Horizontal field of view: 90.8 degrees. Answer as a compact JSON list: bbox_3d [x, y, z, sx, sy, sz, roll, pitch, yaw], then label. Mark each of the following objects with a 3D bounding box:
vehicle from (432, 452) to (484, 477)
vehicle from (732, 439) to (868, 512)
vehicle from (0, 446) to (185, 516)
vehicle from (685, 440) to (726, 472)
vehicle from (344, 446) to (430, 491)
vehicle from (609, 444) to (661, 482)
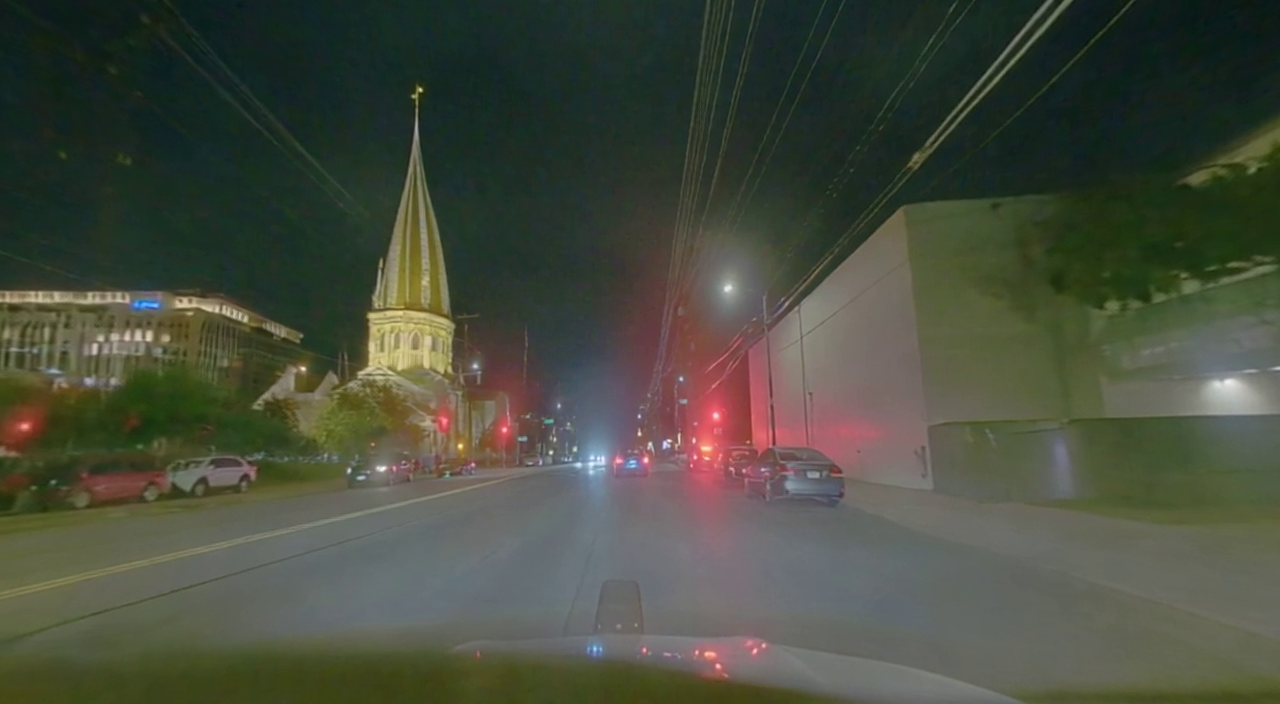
[{"bbox_3d":[-12.061,7.472,42.244,1.980,1.502,4.655,-1,-8,2],"label":"vehicle"},{"bbox_3d":[3.743,2.962,15.741,1.944,1.530,4.539,0,-8,-3],"label":"vehicle"},{"bbox_3d":[-18.531,4.294,21.254,4.888,1.920,2.055,-4,-9,0],"label":"vehicle"},{"bbox_3d":[3.818,6.160,37.515,2.015,1.780,4.261,0,-8,1],"label":"vehicle"},{"bbox_3d":[-12.258,5.624,31.006,2.071,1.814,5.185,-4,-8,0],"label":"vehicle"},{"bbox_3d":[-0.220,4.723,27.198,2.049,1.453,4.299,0,-8,-1],"label":"vehicle"}]
